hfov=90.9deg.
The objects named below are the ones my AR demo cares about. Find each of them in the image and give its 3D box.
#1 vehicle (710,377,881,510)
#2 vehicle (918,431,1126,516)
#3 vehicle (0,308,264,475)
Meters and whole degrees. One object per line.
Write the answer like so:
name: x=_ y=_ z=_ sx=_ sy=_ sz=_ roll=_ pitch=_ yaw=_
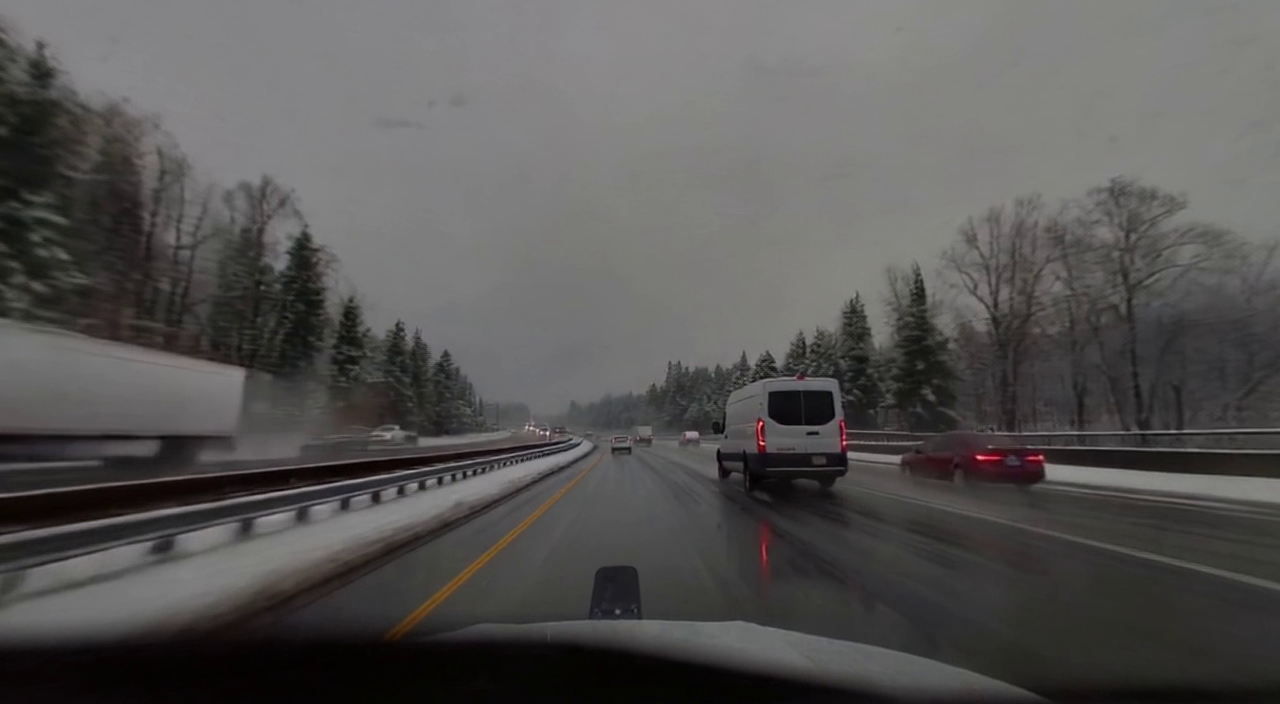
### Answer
vehicle: x=3.268 y=2.093 z=14.783 sx=2.436 sy=2.521 sz=5.409 roll=0 pitch=-8 yaw=-2
vehicle: x=7.558 y=2.387 z=13.012 sx=1.821 sy=1.468 sz=3.805 roll=0 pitch=-8 yaw=-1
vehicle: x=-16.879 y=1.533 z=19.432 sx=2.840 sy=3.981 sz=12.912 roll=0 pitch=-8 yaw=-1
